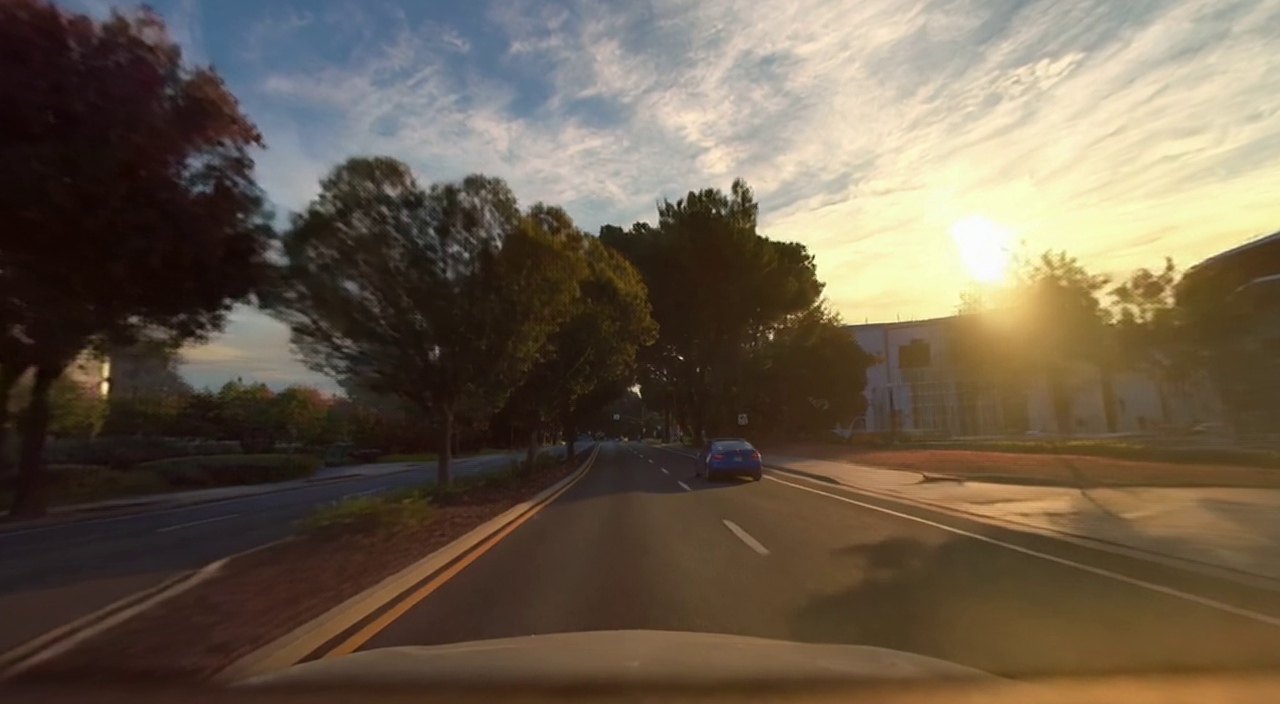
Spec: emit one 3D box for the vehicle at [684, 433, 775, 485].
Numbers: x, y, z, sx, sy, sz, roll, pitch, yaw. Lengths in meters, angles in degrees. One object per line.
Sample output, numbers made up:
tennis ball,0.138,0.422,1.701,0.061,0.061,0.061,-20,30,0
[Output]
vehicle,2.771,3.456,20.698,2.114,1.493,4.430,0,-8,-3
